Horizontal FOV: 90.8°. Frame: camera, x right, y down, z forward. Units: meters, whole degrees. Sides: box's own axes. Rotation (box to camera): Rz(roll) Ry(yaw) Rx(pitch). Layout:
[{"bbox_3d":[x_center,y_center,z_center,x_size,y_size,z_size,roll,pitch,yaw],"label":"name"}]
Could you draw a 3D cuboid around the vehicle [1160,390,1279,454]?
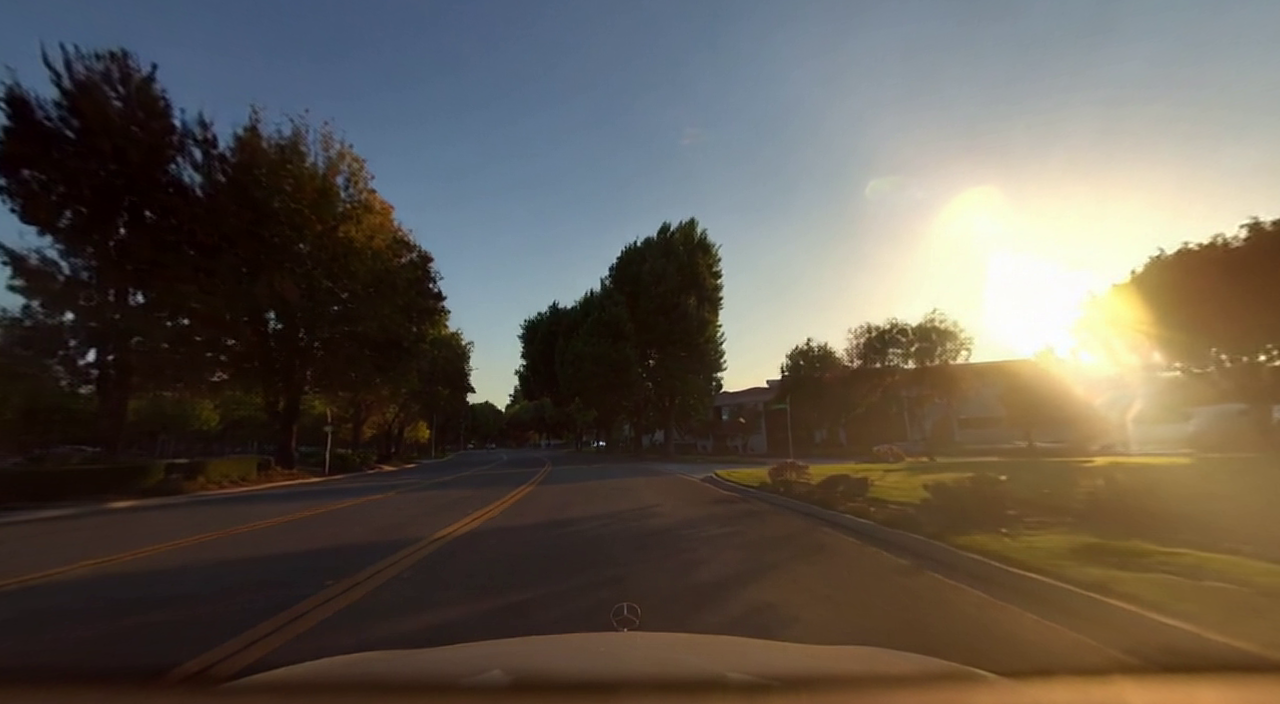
[{"bbox_3d":[45.127,4.876,43.750,16.640,4.121,3.102,1,-8,-7],"label":"vehicle"}]
